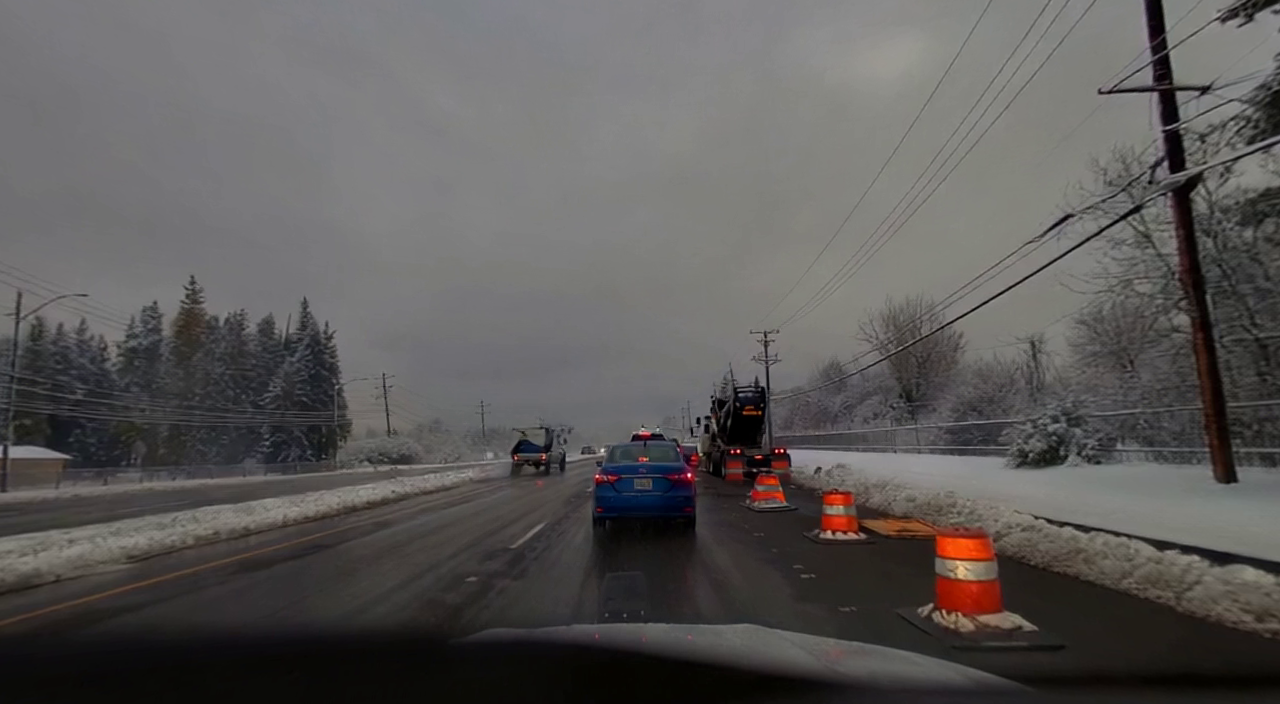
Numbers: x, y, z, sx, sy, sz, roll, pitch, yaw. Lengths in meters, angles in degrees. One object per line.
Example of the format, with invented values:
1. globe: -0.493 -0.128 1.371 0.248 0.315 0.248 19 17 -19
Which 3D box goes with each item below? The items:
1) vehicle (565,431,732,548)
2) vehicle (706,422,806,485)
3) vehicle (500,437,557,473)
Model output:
1. vehicle: 0.107 2.083 10.249 2.128 1.473 4.272 0 -8 0
2. vehicle: 4.038 3.721 23.394 2.555 2.017 6.201 0 -8 0
3. vehicle: -5.639 5.270 32.467 1.963 1.721 4.467 -1 -8 2
